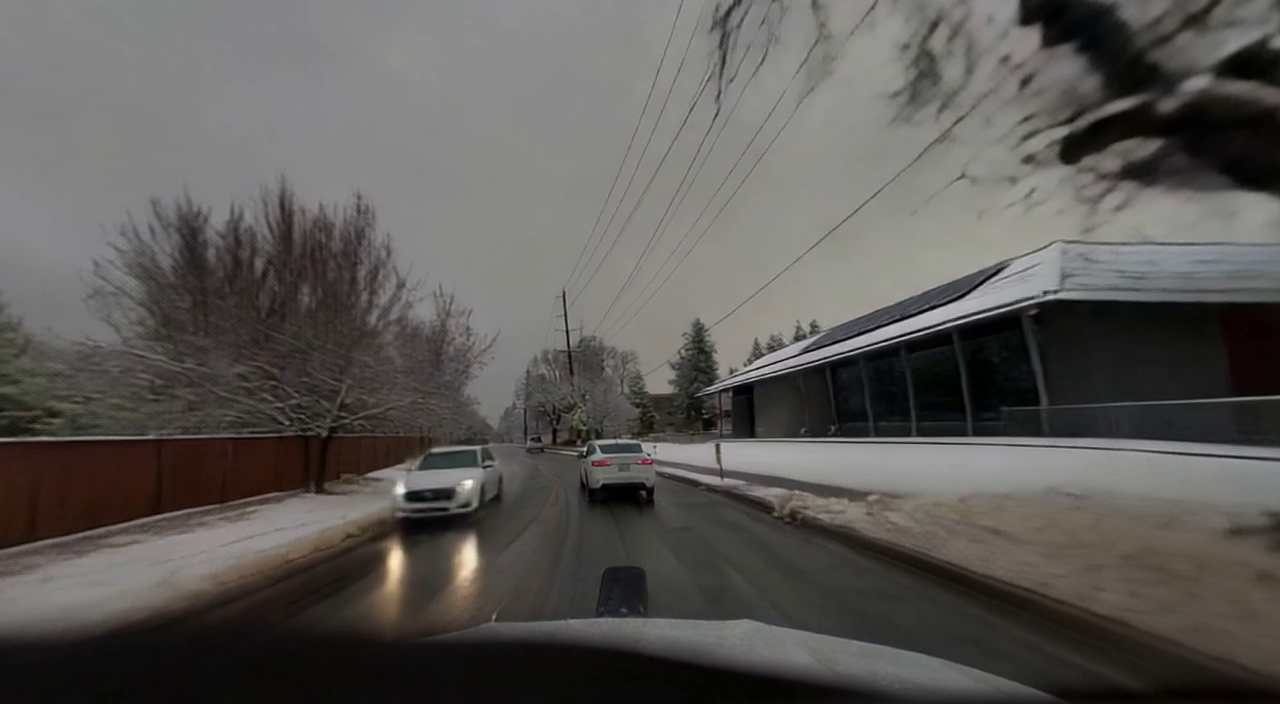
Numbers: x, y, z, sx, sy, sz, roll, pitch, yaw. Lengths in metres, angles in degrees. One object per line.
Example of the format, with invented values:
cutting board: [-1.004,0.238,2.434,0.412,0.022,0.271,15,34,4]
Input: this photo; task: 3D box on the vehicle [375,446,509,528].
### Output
vehicle: [-4.102,2.809,13.817,1.957,1.442,4.180,0,-8,-6]

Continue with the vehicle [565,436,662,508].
vehicle: [-0.765,2.827,15.411,2.060,1.487,3.920,1,-8,-6]
